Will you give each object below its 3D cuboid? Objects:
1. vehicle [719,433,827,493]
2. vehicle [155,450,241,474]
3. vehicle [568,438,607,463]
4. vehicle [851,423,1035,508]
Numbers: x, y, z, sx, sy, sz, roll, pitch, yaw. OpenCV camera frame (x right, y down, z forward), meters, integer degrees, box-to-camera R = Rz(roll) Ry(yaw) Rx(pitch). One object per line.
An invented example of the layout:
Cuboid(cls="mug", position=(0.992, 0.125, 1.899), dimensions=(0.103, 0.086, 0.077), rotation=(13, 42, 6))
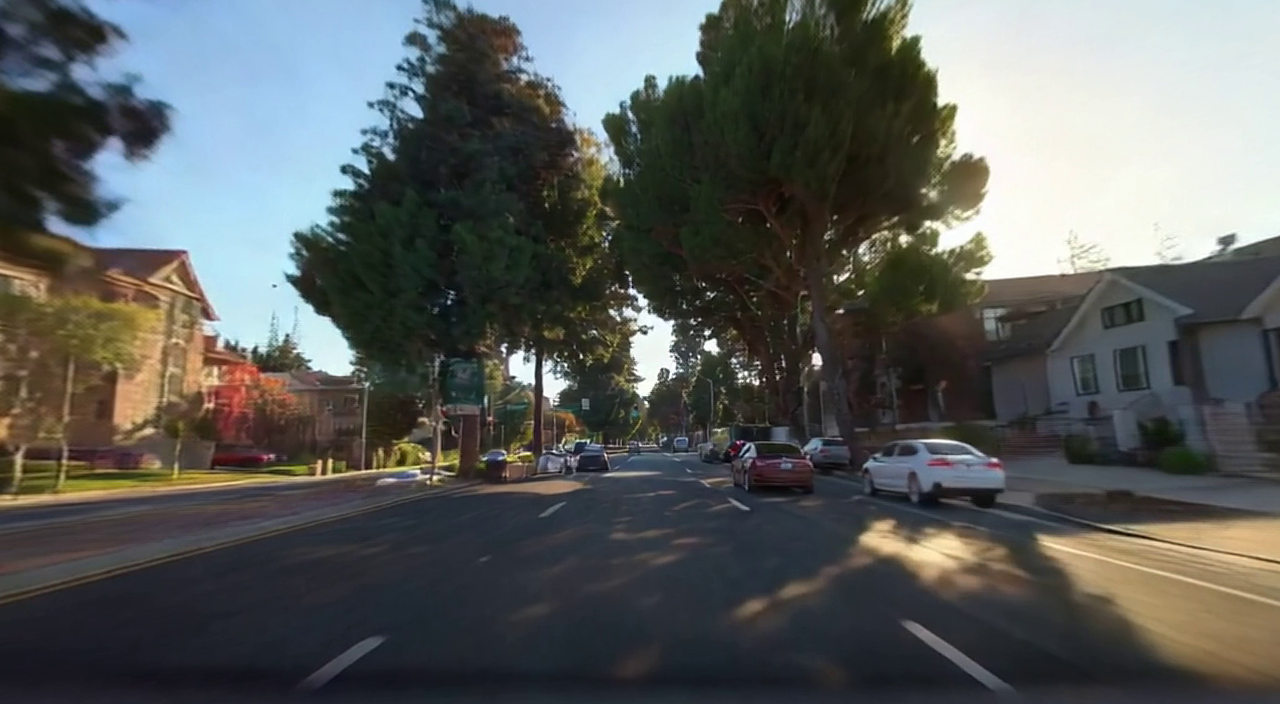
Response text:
Cuboid(cls="vehicle", position=(3.631, 3.128, 18.168), dimensions=(2.128, 1.502, 4.572), rotation=(0, -8, 0))
Cuboid(cls="vehicle", position=(-30.573, 7.581, 43.659), dimensions=(2.058, 1.461, 4.498), rotation=(-8, -12, 44))
Cuboid(cls="vehicle", position=(-3.289, 6.322, 40.497), dimensions=(2.049, 1.485, 4.656), rotation=(0, -8, 0))
Cuboid(cls="vehicle", position=(7.010, 2.685, 15.337), dimensions=(2.121, 1.727, 4.789), rotation=(0, -8, 0))
